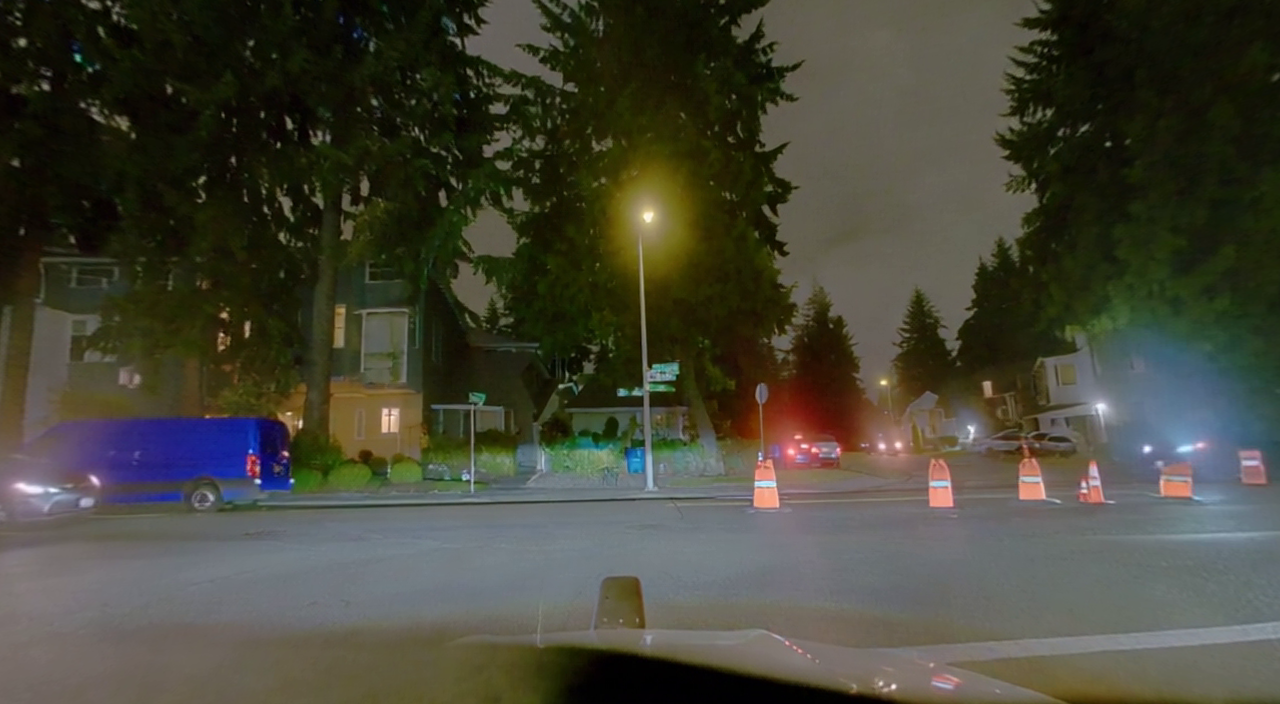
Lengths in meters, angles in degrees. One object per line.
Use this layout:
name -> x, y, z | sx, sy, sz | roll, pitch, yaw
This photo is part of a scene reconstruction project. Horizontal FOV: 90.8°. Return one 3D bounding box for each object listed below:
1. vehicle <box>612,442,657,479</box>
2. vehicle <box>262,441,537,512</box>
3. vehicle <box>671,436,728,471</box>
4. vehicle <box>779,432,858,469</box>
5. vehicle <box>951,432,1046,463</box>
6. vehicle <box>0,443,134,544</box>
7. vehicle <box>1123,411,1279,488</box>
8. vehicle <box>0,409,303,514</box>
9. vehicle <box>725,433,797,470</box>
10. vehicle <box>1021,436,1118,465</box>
vehicle -> -0.301, 4.760, 27.930 | 1.648, 1.430, 3.654 | 4, -9, -4
vehicle -> -6.375, 3.415, 17.807 | 6.643, 1.777, 2.925 | 1, -9, -6
vehicle -> 2.593, 4.536, 28.366 | 1.745, 1.461, 4.074 | 1, -9, -6
vehicle -> 8.066, 4.500, 28.953 | 1.893, 1.529, 4.422 | 1, -9, -7
vehicle -> 23.535, 6.275, 41.603 | 4.984, 1.912, 2.132 | 1, -8, -5
vehicle -> -12.015, 2.362, 10.920 | 4.684, 1.556, 2.087 | 0, -8, -1
vehicle -> 16.044, 2.552, 16.606 | 5.047, 1.851, 2.103 | 1, -9, -5
vehicle -> -14.065, 3.054, 17.444 | 7.824, 2.323, 2.863 | -3, -10, -2
vehicle -> 5.345, 4.467, 28.493 | 2.007, 1.555, 4.204 | 1, -9, -7
vehicle -> 22.767, 5.225, 33.556 | 3.863, 1.453, 1.826 | 1, -9, -5
